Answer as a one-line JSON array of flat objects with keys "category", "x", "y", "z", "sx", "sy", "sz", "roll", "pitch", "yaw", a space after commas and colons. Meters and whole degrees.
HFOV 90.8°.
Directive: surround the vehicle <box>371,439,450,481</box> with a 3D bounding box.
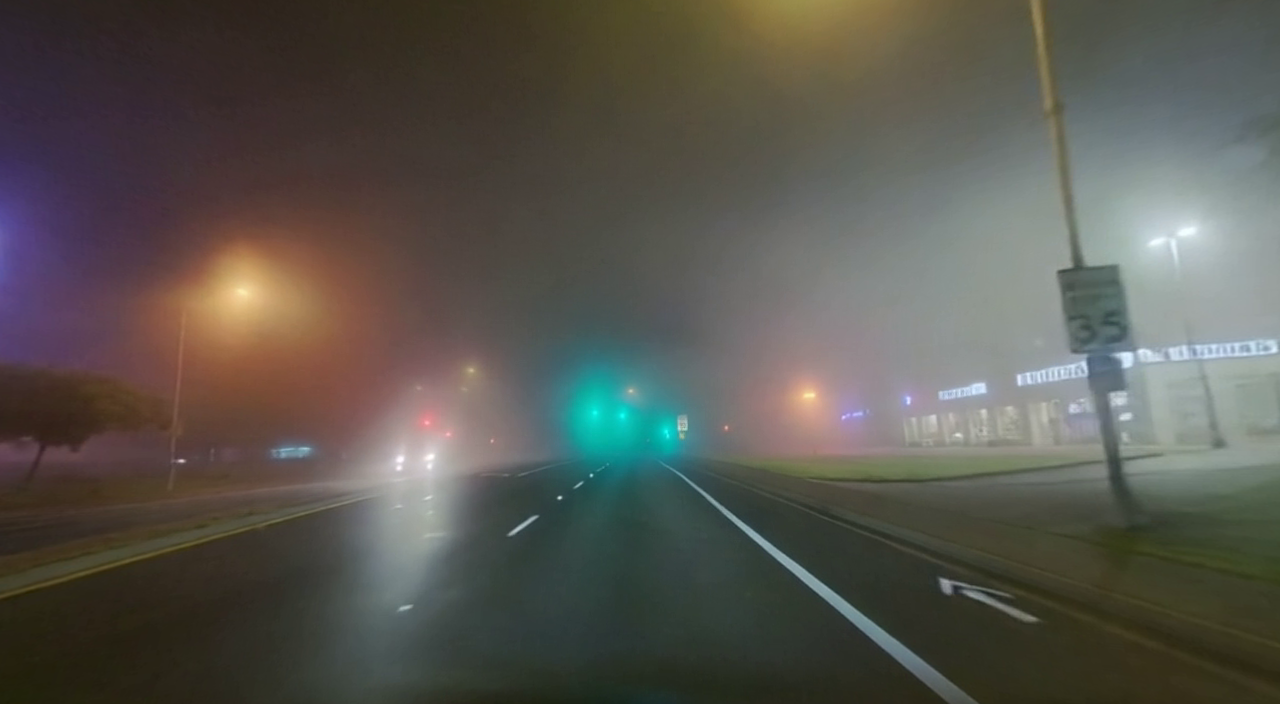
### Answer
[{"category": "vehicle", "x": -10.415, "y": 4.917, "z": 29.011, "sx": 2.026, "sy": 1.577, "sz": 4.334, "roll": -4, "pitch": -9, "yaw": -1}]
